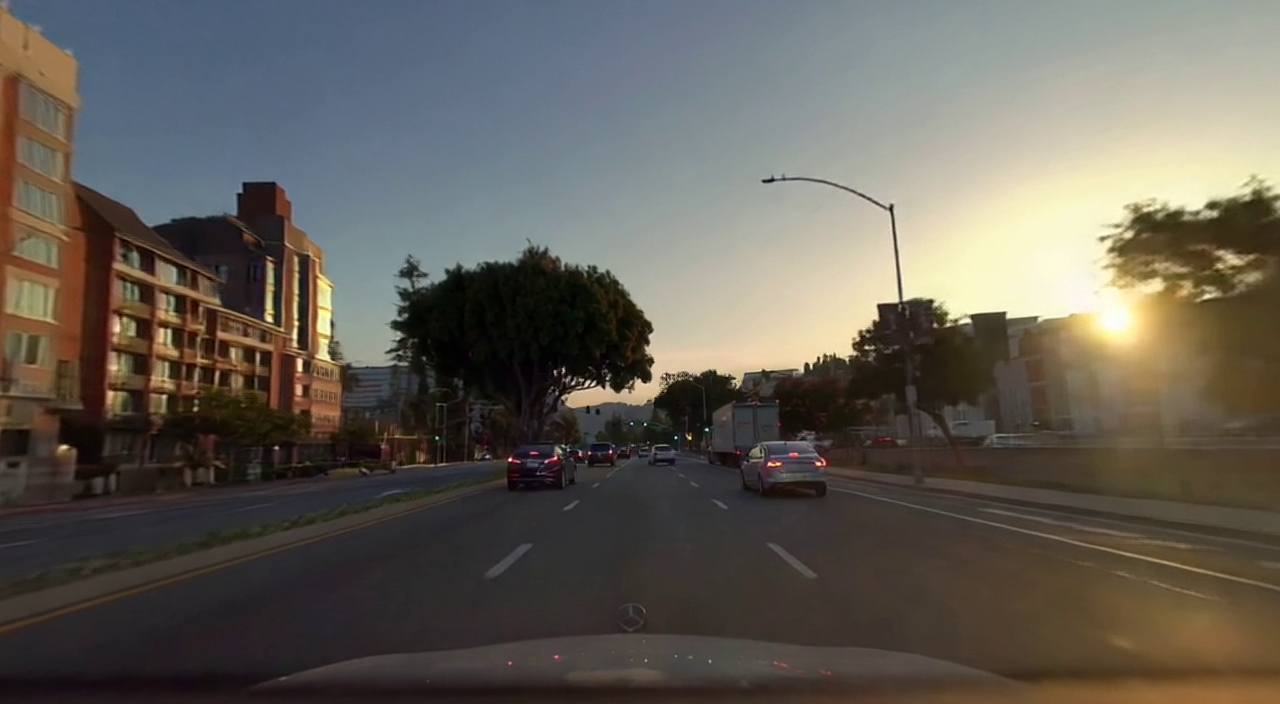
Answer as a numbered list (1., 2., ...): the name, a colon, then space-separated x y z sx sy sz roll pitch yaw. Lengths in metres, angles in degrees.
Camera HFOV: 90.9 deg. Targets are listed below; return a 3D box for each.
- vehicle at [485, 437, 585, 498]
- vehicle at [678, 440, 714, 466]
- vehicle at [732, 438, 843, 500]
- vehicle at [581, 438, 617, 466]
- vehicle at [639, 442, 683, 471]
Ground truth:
1. vehicle: -2.819 3.213 17.973 2.003 1.509 4.396 0 -8 2
2. vehicle: 3.796 6.894 43.247 2.050 1.683 3.990 0 -8 0
3. vehicle: 3.796 3.086 17.058 1.972 1.452 4.189 0 -8 0
4. vehicle: -2.819 6.998 44.291 2.137 1.796 4.304 0 -8 1
5. vehicle: 1.089 5.772 34.991 2.020 1.461 4.326 0 -8 -4
